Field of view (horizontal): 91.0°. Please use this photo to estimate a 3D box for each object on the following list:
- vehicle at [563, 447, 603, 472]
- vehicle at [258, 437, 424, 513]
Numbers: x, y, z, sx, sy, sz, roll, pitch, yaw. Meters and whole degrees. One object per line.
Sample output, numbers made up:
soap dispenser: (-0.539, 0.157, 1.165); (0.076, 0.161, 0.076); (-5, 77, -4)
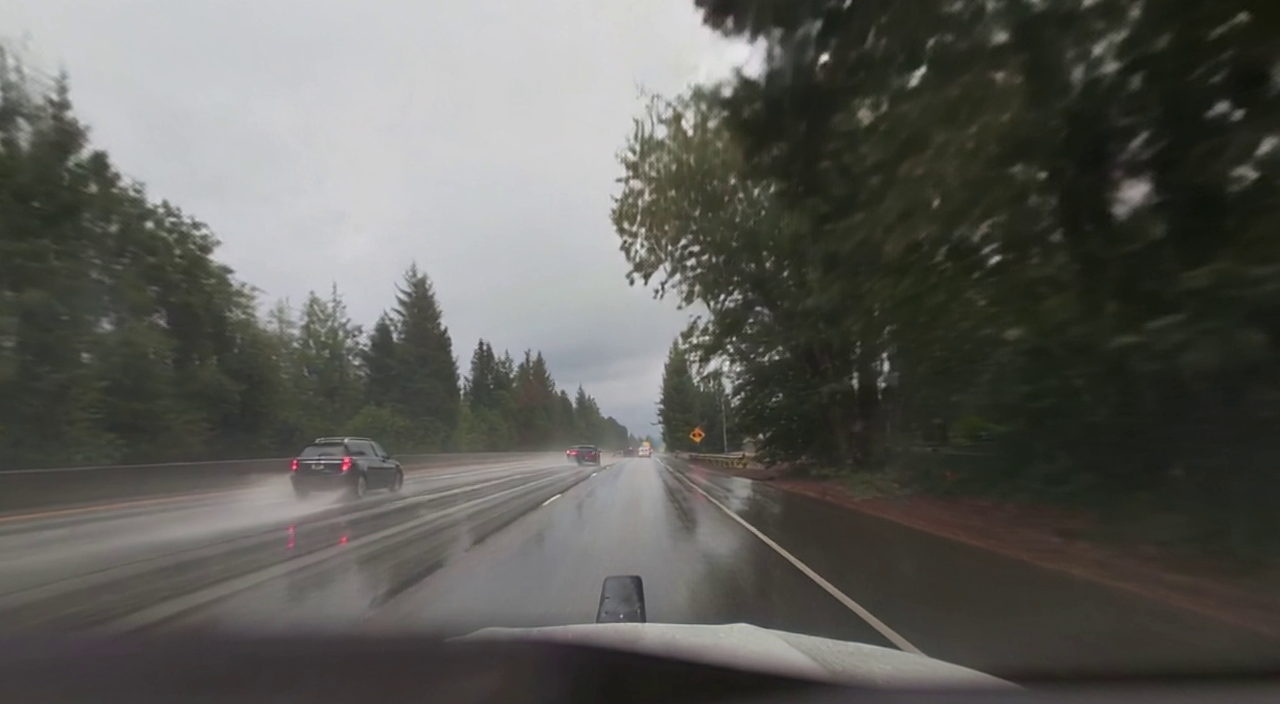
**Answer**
vehicle: (-3.696, 7.020, 41.313); (2.104, 1.558, 4.639); (0, -9, 1)
vehicle: (-7.181, 2.965, 15.708); (2.007, 1.616, 4.141); (0, -9, 1)
